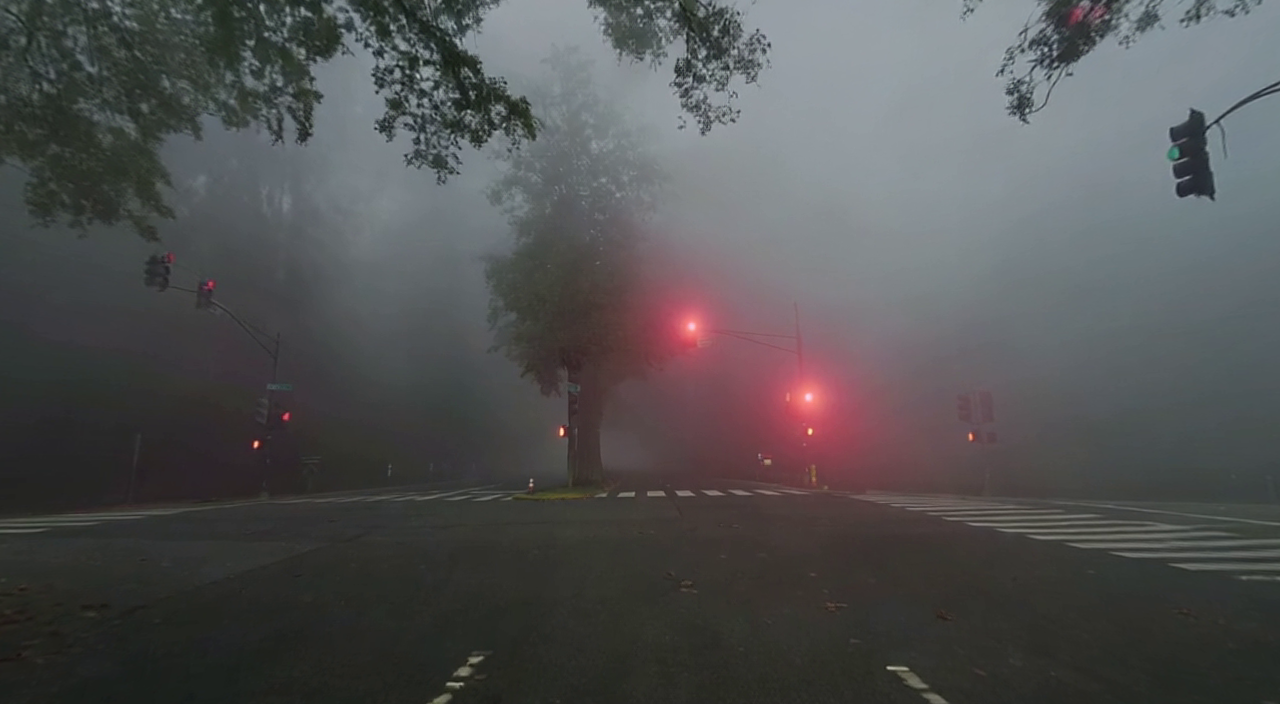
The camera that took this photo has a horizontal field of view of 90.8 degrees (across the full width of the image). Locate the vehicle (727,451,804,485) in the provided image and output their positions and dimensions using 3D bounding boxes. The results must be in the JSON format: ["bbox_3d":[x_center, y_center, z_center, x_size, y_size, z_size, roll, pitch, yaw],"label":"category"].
[{"bbox_3d":[8.826,8.247,45.446,2.771,2.214,7.159,2,-9,-12],"label":"vehicle"}]
